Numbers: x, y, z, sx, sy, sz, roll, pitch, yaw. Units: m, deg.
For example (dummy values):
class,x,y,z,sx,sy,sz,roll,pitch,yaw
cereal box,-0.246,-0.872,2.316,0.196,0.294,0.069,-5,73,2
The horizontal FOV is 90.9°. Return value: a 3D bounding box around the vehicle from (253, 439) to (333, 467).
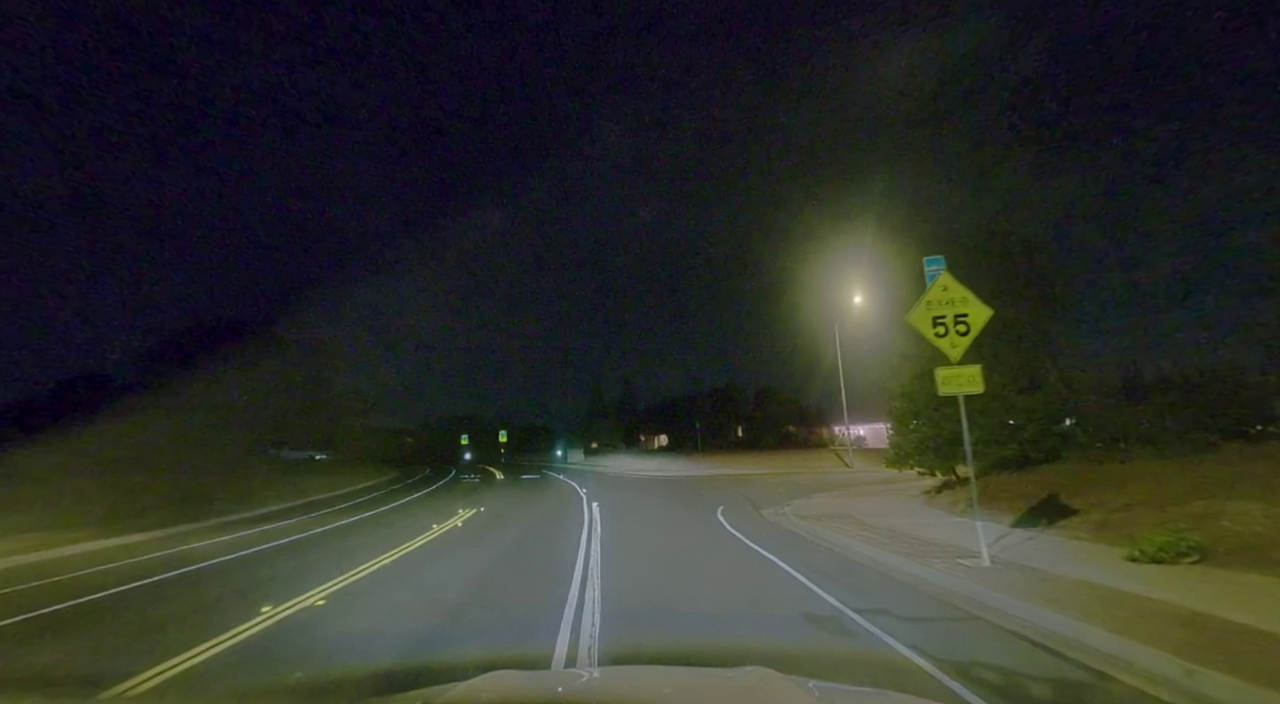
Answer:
class,x,y,z,sx,sy,sz,roll,pitch,yaw
vehicle,-25.582,7.473,46.528,4.699,1.996,2.116,-1,-9,7
